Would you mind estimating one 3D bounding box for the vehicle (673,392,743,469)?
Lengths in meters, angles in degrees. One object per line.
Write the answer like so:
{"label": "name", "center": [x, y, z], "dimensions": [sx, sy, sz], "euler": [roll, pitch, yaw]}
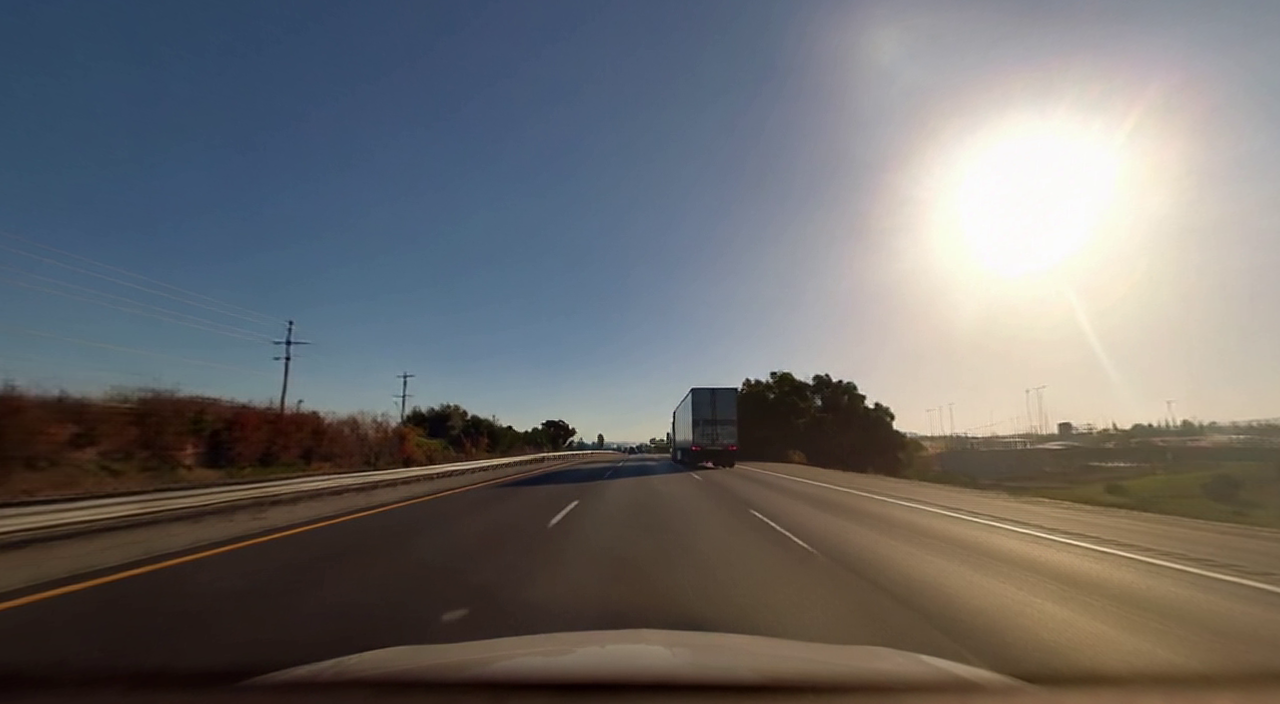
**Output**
{"label": "vehicle", "center": [4.017, 5.281, 40.752], "dimensions": [2.933, 4.100, 14.317], "euler": [0, -9, 0]}
